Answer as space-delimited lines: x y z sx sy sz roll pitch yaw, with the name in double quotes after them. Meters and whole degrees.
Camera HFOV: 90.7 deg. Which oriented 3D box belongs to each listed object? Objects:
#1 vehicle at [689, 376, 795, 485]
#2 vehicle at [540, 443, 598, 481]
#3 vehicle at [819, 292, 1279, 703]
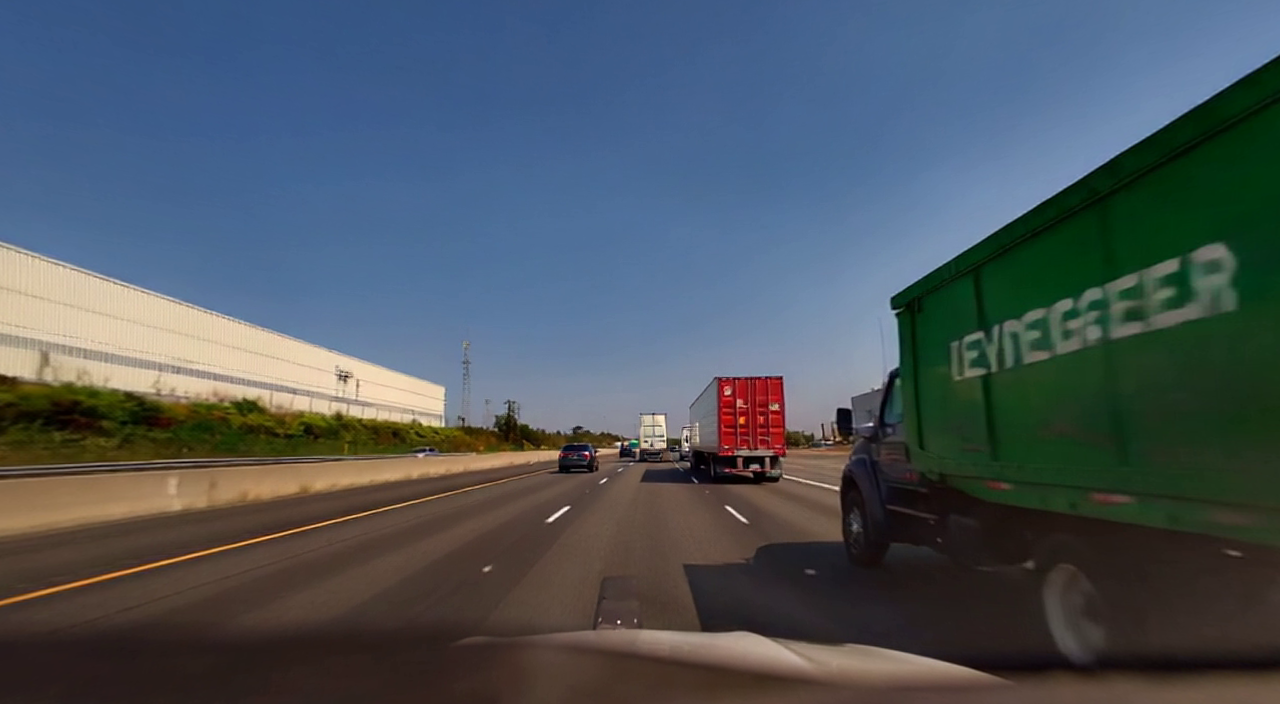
4.266 3.883 30.112 2.951 3.974 13.340 -1 -9 1 "vehicle"
-2.930 4.665 27.047 2.024 1.472 4.014 0 -8 0 "vehicle"
3.825 1.061 4.592 2.809 1.919 7.507 0 -9 0 "vehicle"
